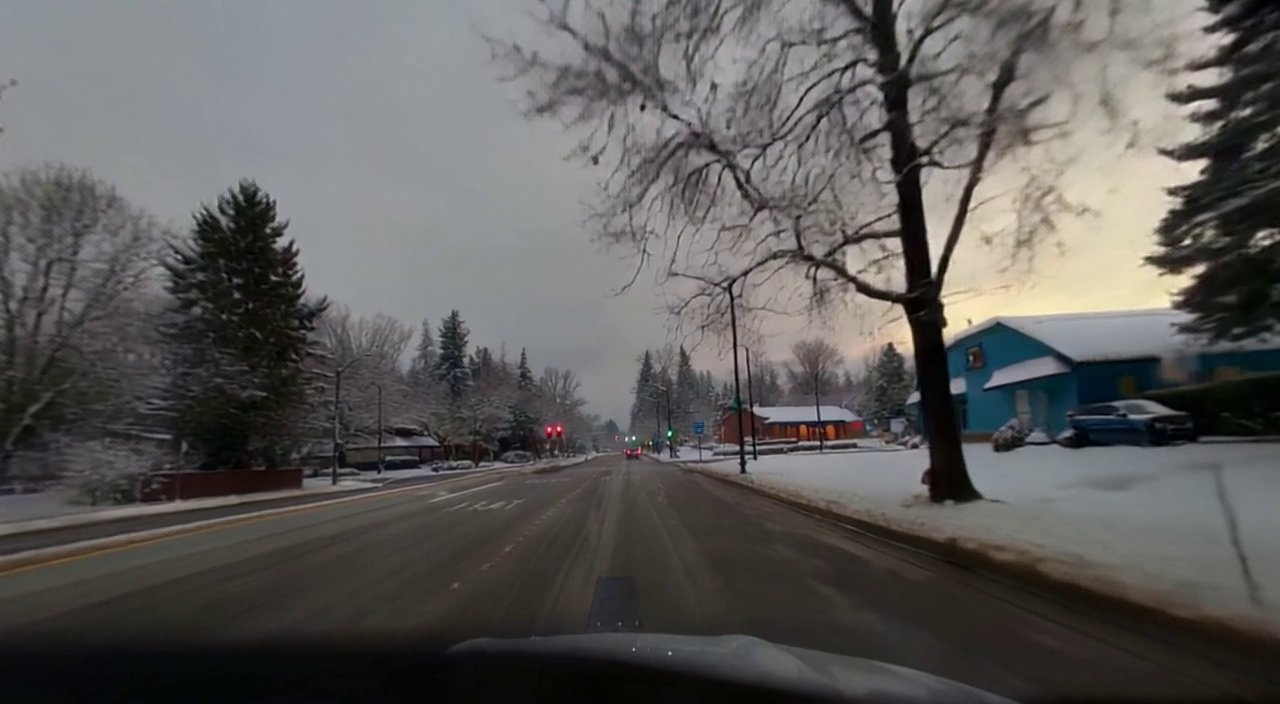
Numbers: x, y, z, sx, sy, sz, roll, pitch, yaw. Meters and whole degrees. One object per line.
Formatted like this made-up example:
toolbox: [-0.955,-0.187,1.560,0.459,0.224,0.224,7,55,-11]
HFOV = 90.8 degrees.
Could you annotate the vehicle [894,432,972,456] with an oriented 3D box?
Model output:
vehicle: [22.868,7.218,49.399,4.902,1.519,2.182,-4,-9,0]
